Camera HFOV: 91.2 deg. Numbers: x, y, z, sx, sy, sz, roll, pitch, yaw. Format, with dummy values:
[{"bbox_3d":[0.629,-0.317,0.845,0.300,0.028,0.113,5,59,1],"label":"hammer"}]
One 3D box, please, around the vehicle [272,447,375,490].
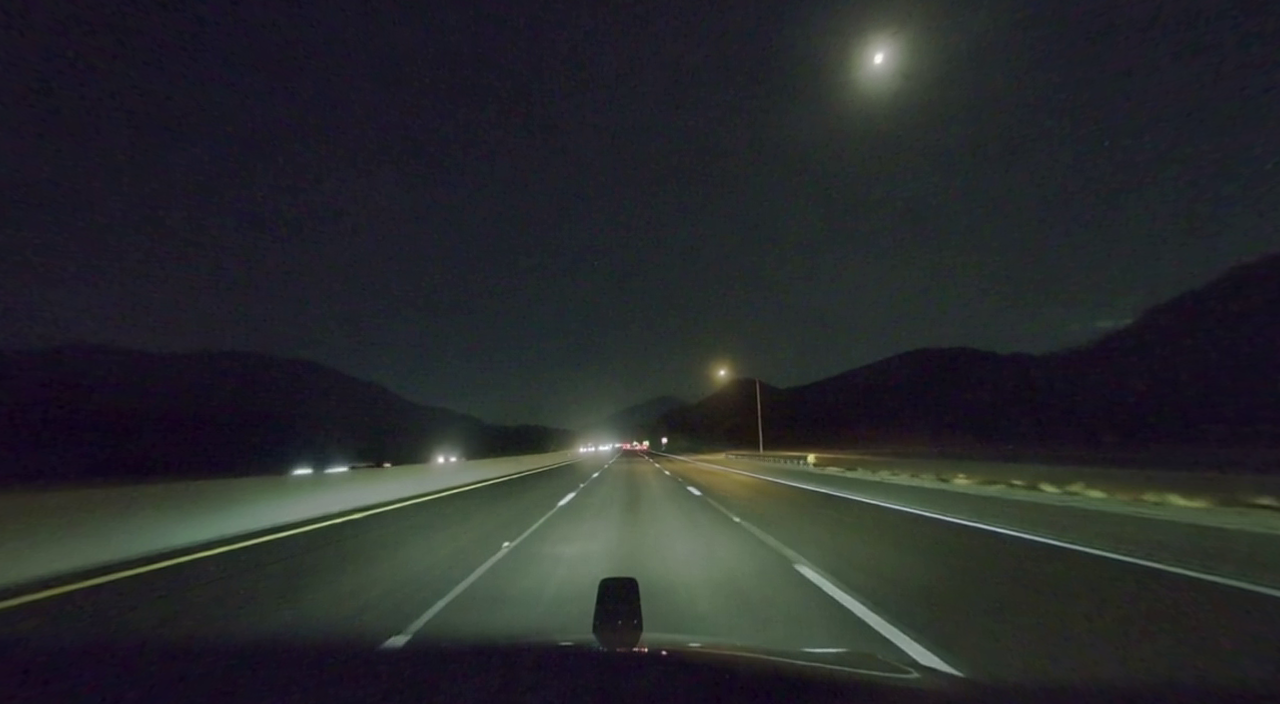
[{"bbox_3d":[-12.994,4.778,26.078,1.943,1.598,4.516,0,-9,-1],"label":"vehicle"}]
